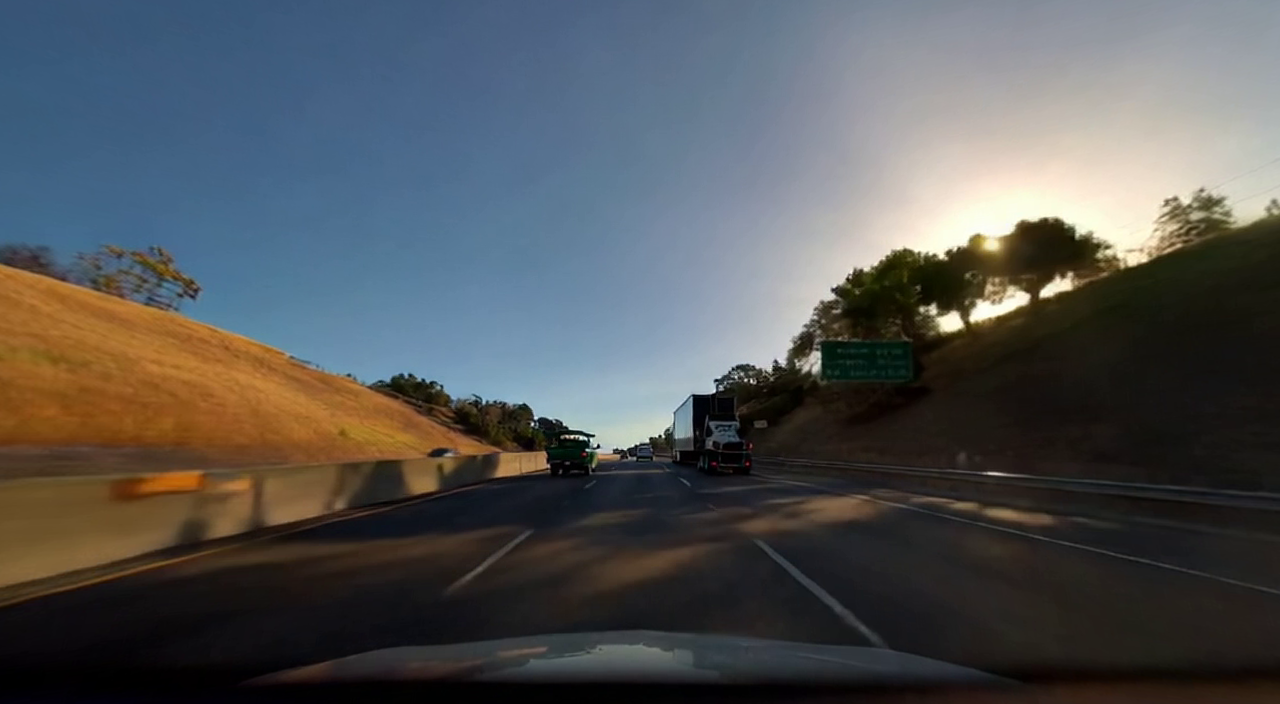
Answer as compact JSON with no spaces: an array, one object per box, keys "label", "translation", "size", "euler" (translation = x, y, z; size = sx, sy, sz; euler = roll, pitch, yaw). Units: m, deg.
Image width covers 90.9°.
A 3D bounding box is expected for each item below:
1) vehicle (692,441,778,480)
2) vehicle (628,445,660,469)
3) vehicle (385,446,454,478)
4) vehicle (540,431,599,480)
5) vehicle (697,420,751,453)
[{"label":"vehicle","translation":[4.232,5.154,30.332],"size":[2.654,1.574,9.537],"euler":[0,-9,0]},{"label":"vehicle","translation":[0.258,7.106,42.698],"size":[2.086,1.497,3.681],"euler":[0,-9,0]},{"label":"vehicle","translation":[-10.932,5.464,31.506],"size":[1.879,1.437,4.183],"euler":[0,-9,1]},{"label":"vehicle","translation":[-3.148,4.765,29.099],"size":[2.142,2.044,4.446],"euler":[0,-9,1]},{"label":"vehicle","translation":[4.108,4.257,31.465],"size":[1.968,1.547,4.215],"euler":[0,-9,-2]}]
